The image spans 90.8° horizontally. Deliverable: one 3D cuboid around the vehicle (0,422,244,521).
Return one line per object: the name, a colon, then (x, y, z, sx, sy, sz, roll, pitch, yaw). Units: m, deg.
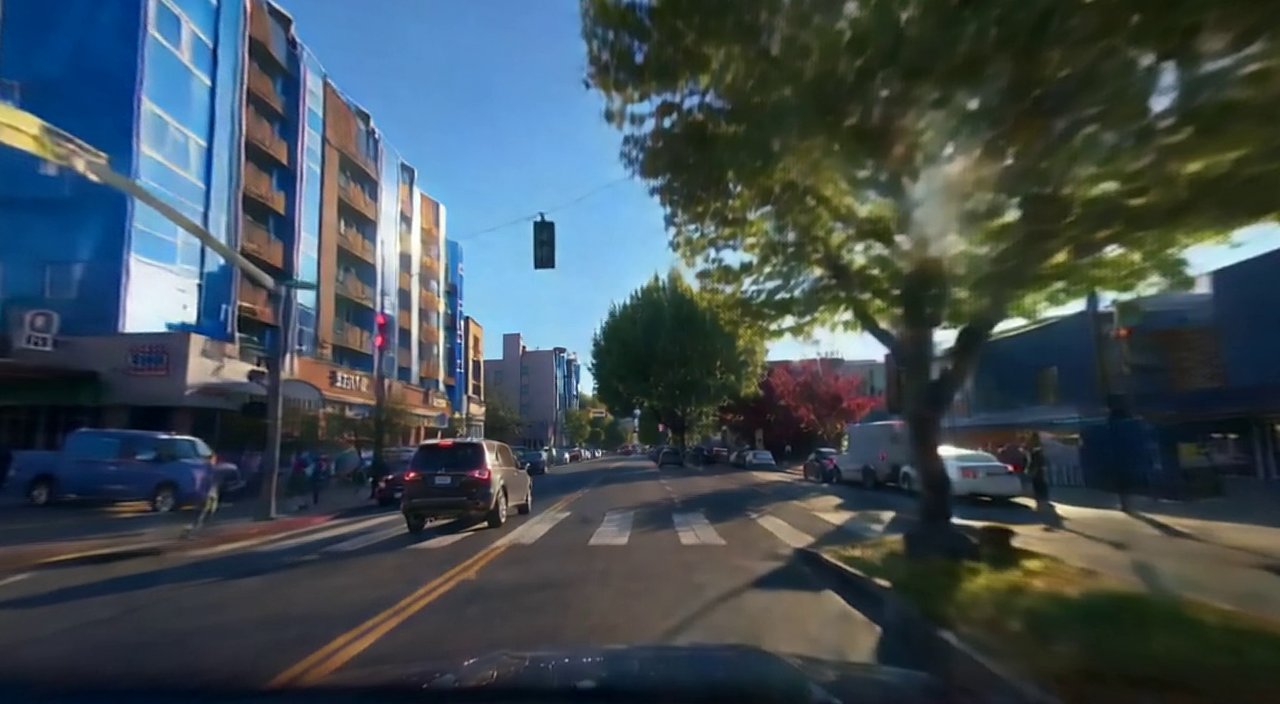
vehicle: (-13.595, 2.992, 16.184, 5.188, 2.293, 2.381, 0, -8, -1)

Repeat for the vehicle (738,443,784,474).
vehicle: (8.986, 7.912, 47.283, 2.249, 2.117, 5.743, 0, -8, 0)

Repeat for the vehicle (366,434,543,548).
vehicle: (-3.256, 2.507, 12.151, 2.002, 1.756, 4.366, 0, -8, 1)

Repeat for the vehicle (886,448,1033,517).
vehicle: (8.808, 3.573, 17.910, 1.854, 1.663, 4.300, 0, -8, 0)

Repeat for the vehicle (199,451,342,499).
vehicle: (-13.685, 4.559, 23.594, 4.033, 1.533, 1.895, 2, -9, 0)

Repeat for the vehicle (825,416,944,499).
vehicle: (9.055, 3.969, 24.167, 2.285, 2.778, 5.847, 0, -8, 2)
